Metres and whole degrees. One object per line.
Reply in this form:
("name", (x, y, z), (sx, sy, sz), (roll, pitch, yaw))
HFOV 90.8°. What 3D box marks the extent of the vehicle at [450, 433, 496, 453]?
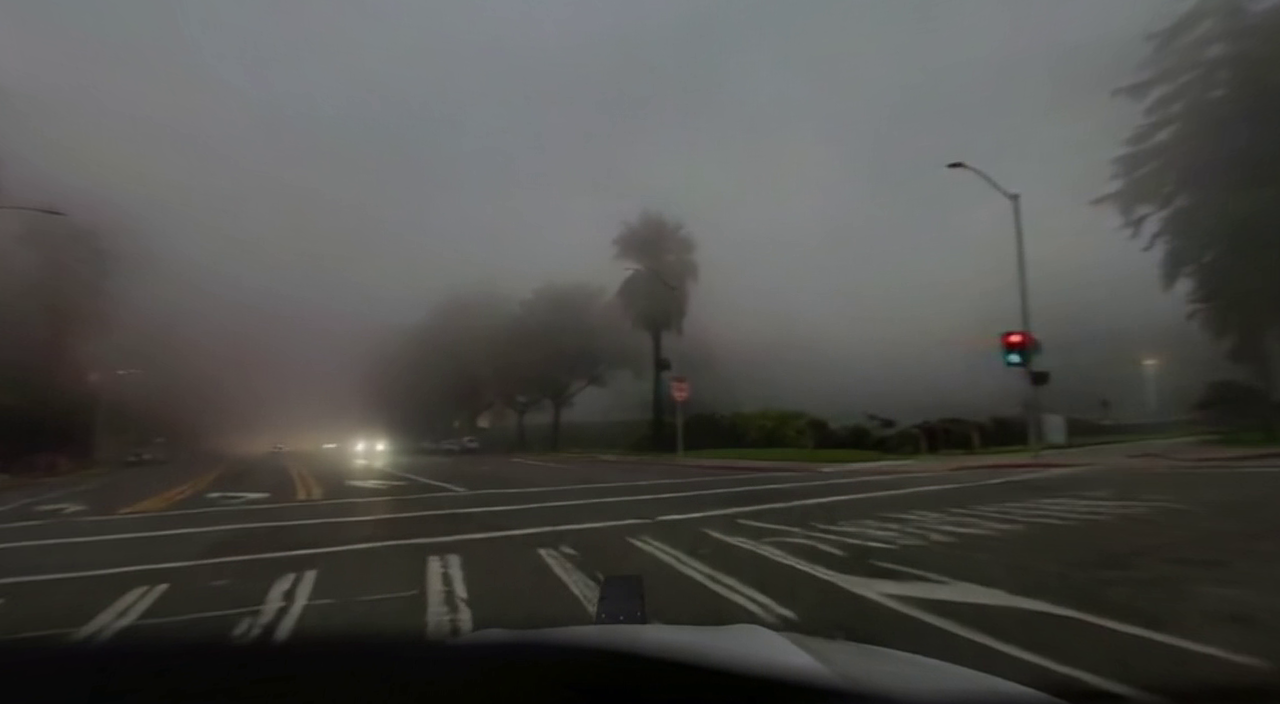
("vehicle", (-13.189, 7.196, 49.641), (1.870, 1.456, 4.605), (6, -11, -35))
